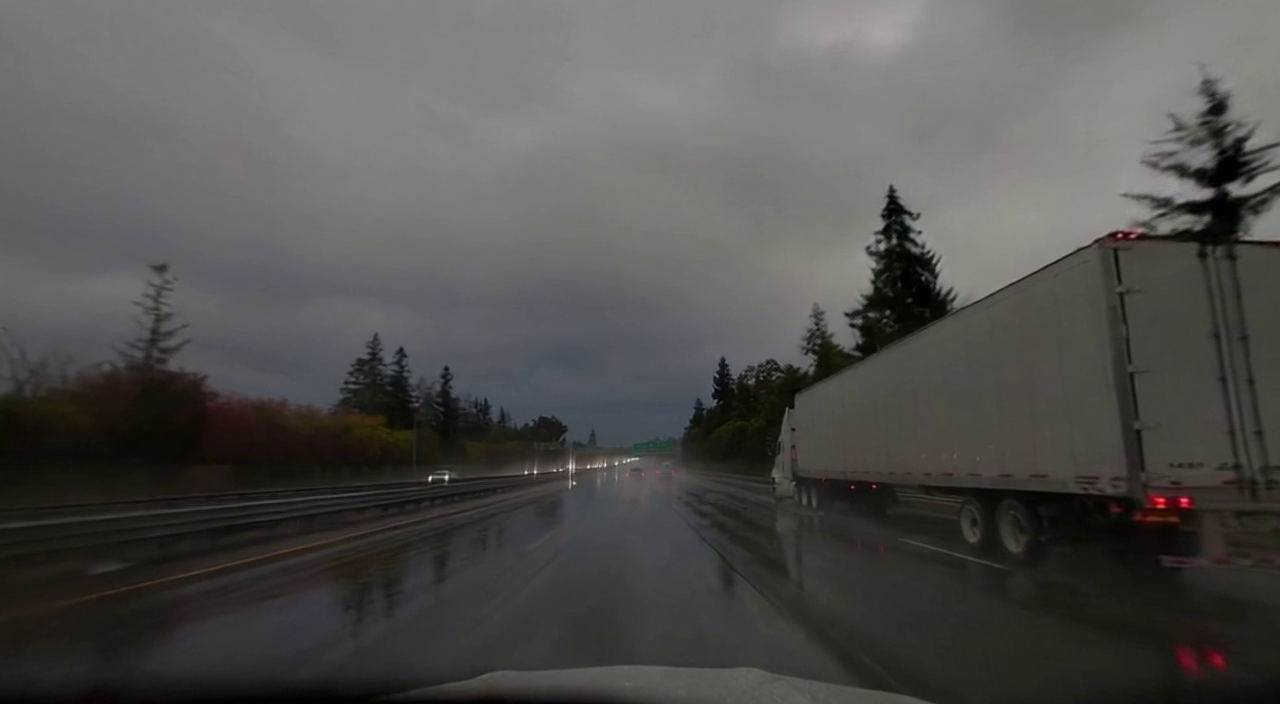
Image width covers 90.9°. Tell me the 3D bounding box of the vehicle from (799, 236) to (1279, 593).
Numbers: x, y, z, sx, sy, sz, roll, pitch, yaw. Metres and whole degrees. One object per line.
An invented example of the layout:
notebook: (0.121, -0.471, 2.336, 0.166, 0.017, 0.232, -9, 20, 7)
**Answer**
vehicle: (6.851, 1.872, 14.028, 2.926, 4.073, 13.836, 1, -10, 0)

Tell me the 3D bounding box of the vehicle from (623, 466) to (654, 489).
vehicle: (-0.111, 8.687, 43.709, 2.029, 1.459, 3.684, 1, -10, 0)
